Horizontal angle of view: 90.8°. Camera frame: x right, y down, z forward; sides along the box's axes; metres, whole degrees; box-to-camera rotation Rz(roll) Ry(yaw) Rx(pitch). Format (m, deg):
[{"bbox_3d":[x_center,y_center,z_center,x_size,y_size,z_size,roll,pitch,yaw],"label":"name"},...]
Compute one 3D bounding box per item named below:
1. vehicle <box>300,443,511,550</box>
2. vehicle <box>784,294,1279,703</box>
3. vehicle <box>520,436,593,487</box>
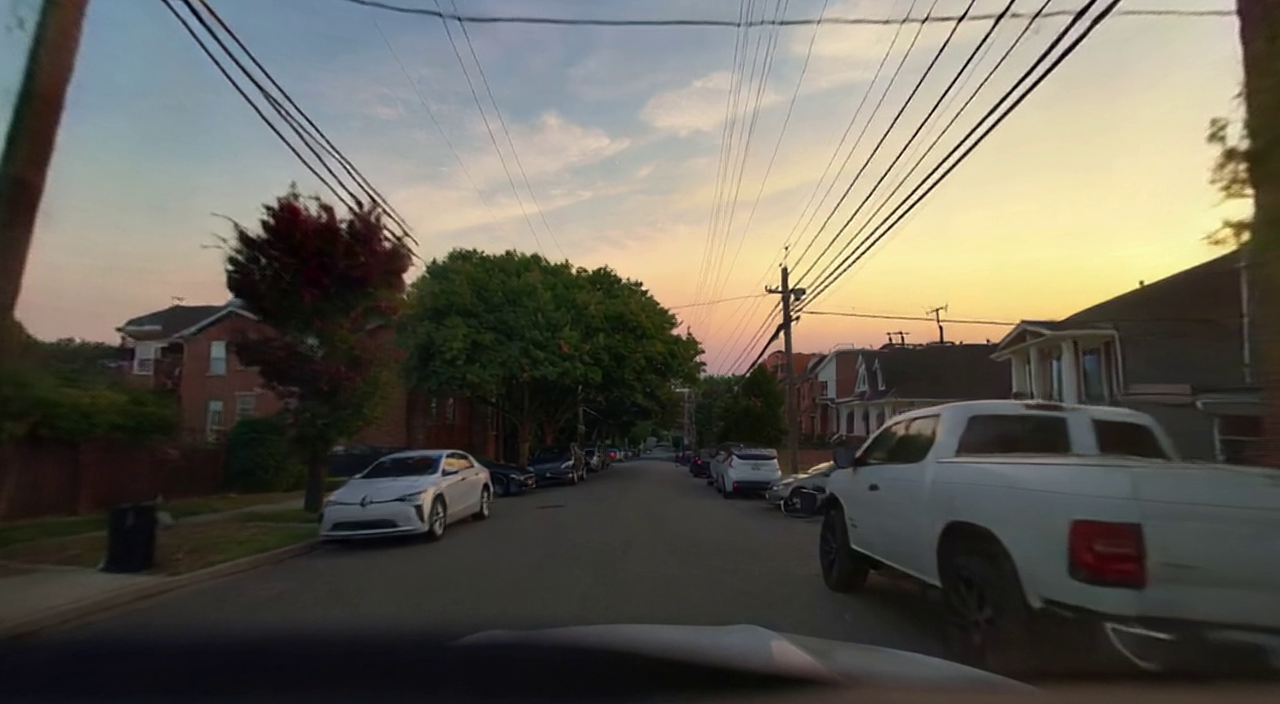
[{"bbox_3d":[-3.952,2.475,11.701,1.988,1.541,4.686,0,-8,2],"label":"vehicle"},{"bbox_3d":[2.833,1.140,4.923,2.295,2.019,5.212,0,-8,1],"label":"vehicle"},{"bbox_3d":[-3.432,4.608,27.068,2.280,1.953,5.092,0,-8,1],"label":"vehicle"}]
